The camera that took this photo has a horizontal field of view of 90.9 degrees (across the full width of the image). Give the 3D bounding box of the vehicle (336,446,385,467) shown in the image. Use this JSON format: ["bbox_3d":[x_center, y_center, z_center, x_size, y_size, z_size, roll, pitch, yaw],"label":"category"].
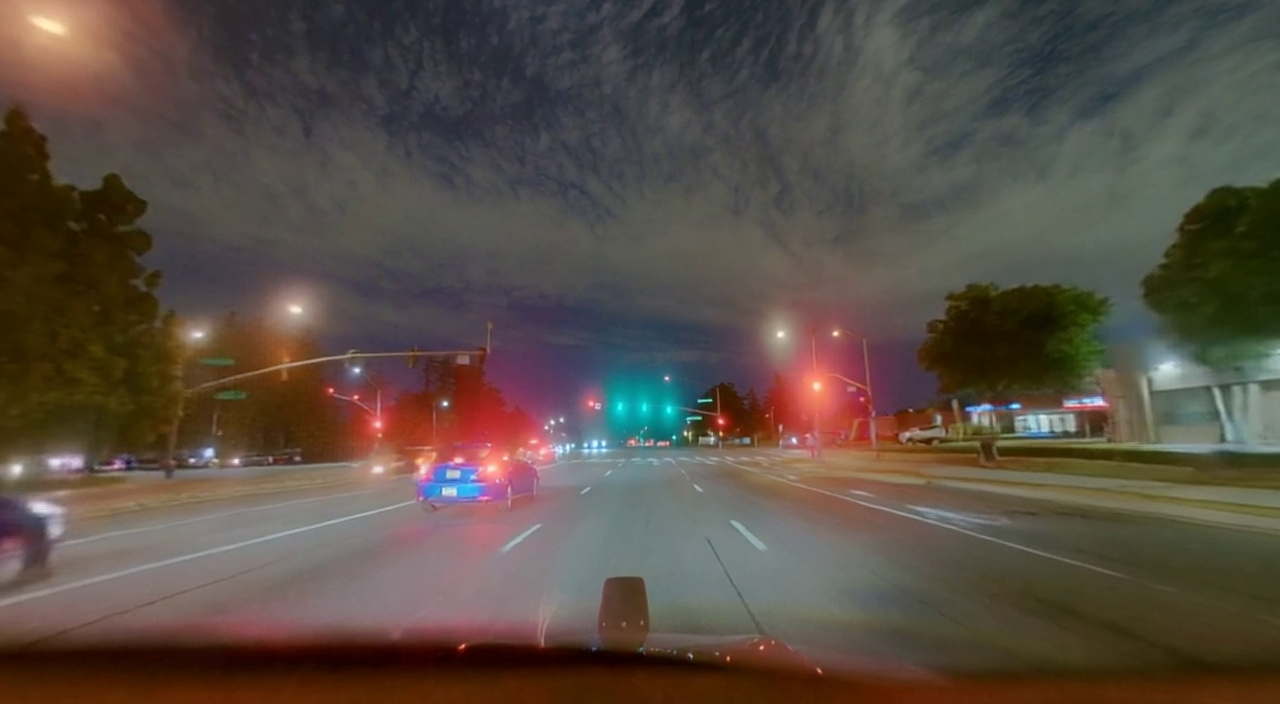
[{"bbox_3d":[-21.428,8.038,48.541,1.755,1.538,4.329,0,-9,1],"label":"vehicle"}]

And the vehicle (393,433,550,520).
[{"bbox_3d":[-3.204,2.462,13.039,1.924,1.480,4.421,0,-9,1],"label":"vehicle"}]

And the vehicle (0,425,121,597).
[{"bbox_3d":[-6.657,1.228,4.395,2.027,1.501,4.707,0,-9,1],"label":"vehicle"}]
